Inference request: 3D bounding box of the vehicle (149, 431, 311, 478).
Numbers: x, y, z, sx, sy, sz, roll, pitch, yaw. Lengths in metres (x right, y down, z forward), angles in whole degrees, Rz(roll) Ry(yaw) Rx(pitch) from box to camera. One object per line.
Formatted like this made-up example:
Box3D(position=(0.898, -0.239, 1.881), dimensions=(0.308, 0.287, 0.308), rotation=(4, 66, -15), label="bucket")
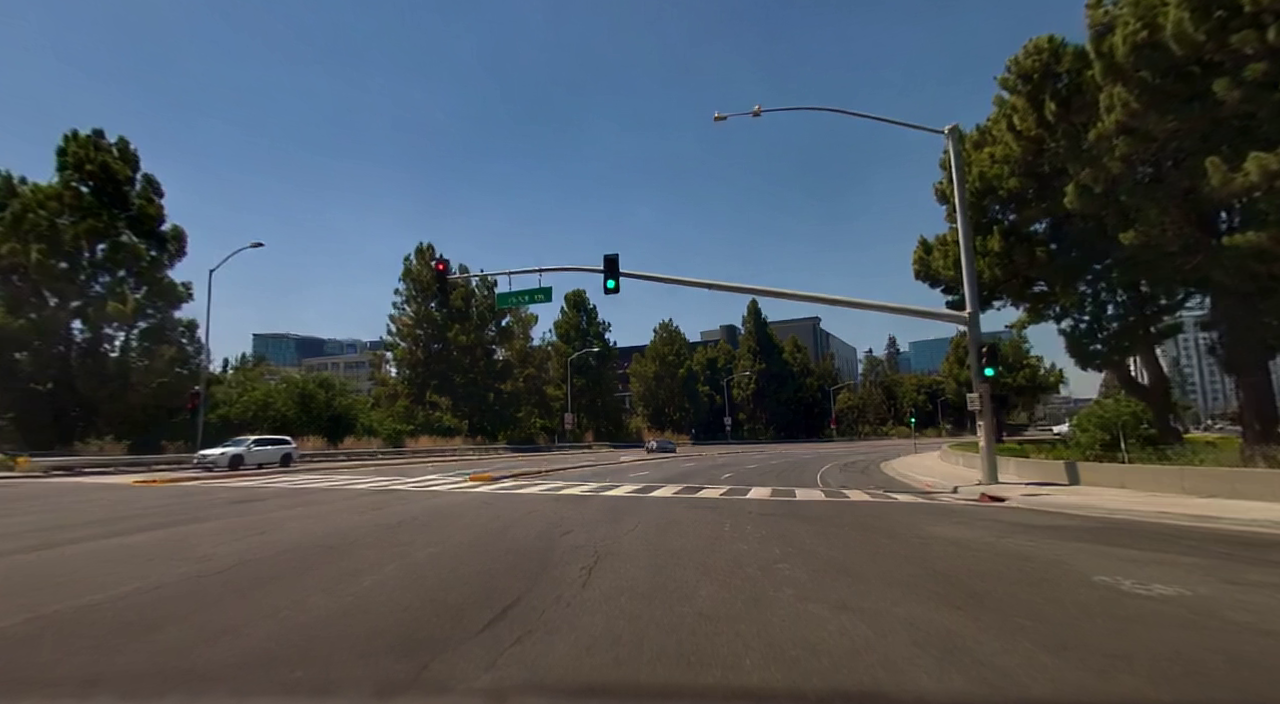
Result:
Box3D(position=(-14.287, 3.607, 22.380), dimensions=(1.853, 1.487, 4.691), rotation=(-2, -9, 14), label="vehicle")
